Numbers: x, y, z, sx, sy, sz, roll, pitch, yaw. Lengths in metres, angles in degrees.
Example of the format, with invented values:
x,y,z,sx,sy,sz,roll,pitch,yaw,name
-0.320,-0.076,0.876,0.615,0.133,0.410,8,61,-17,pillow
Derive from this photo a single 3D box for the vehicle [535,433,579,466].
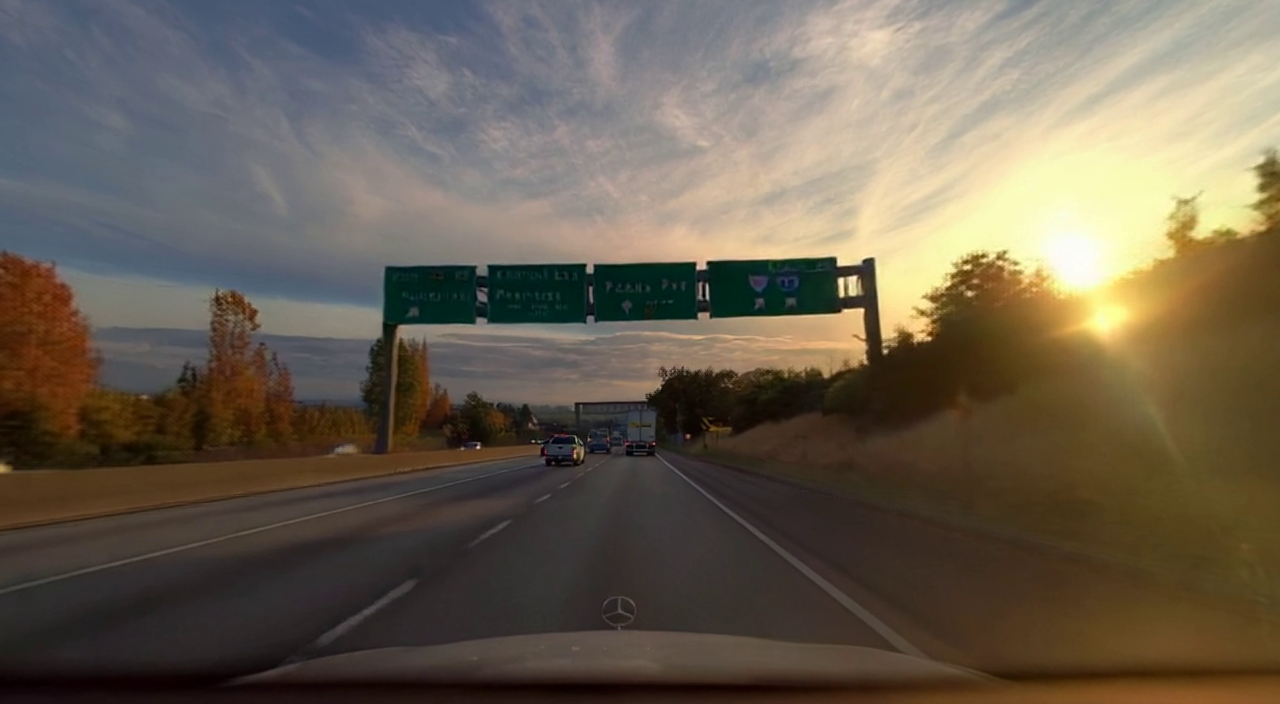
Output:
x,y,z,sx,sy,sz,roll,pitch,yaw,name
-4.985,5.919,38.450,2.127,1.839,4.984,0,-8,-2,vehicle
